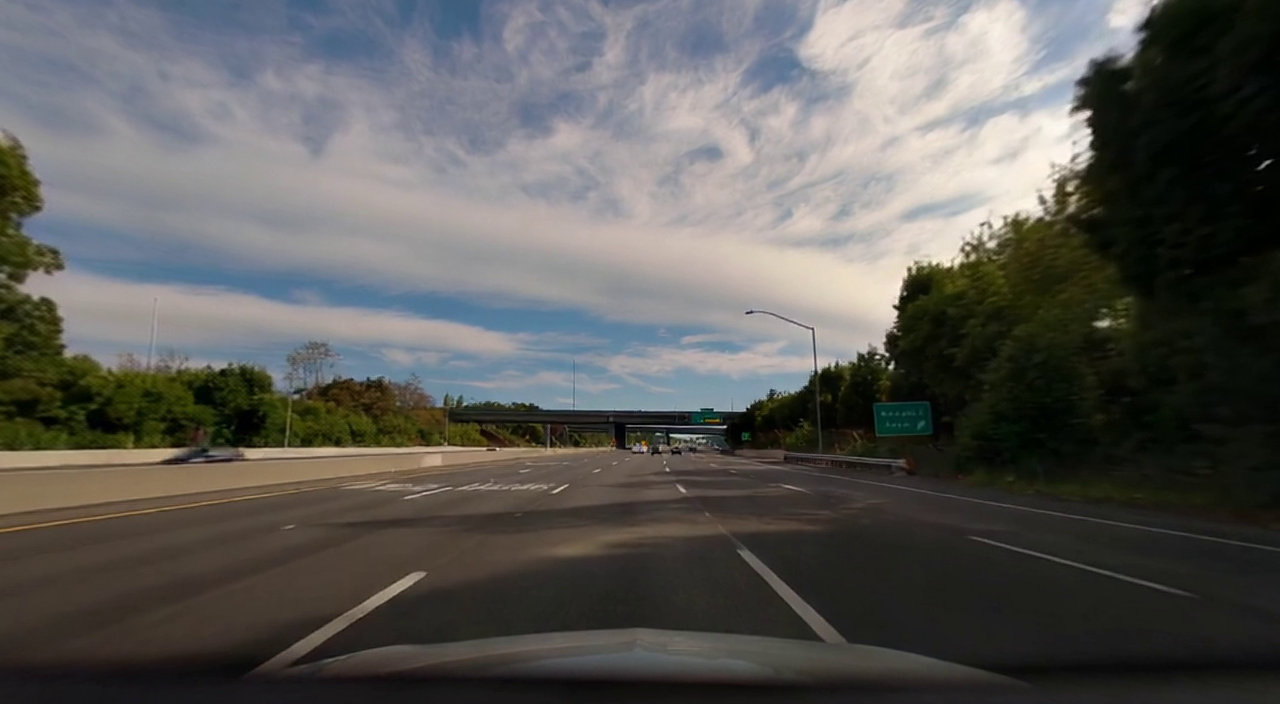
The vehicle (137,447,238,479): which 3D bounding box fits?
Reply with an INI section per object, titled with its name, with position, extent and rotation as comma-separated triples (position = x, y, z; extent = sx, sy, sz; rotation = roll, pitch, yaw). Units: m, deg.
[vehicle]
position = -21.501, 5.259, 30.259
extent = 1.765, 1.419, 4.186
rotation = 0, -9, -1
